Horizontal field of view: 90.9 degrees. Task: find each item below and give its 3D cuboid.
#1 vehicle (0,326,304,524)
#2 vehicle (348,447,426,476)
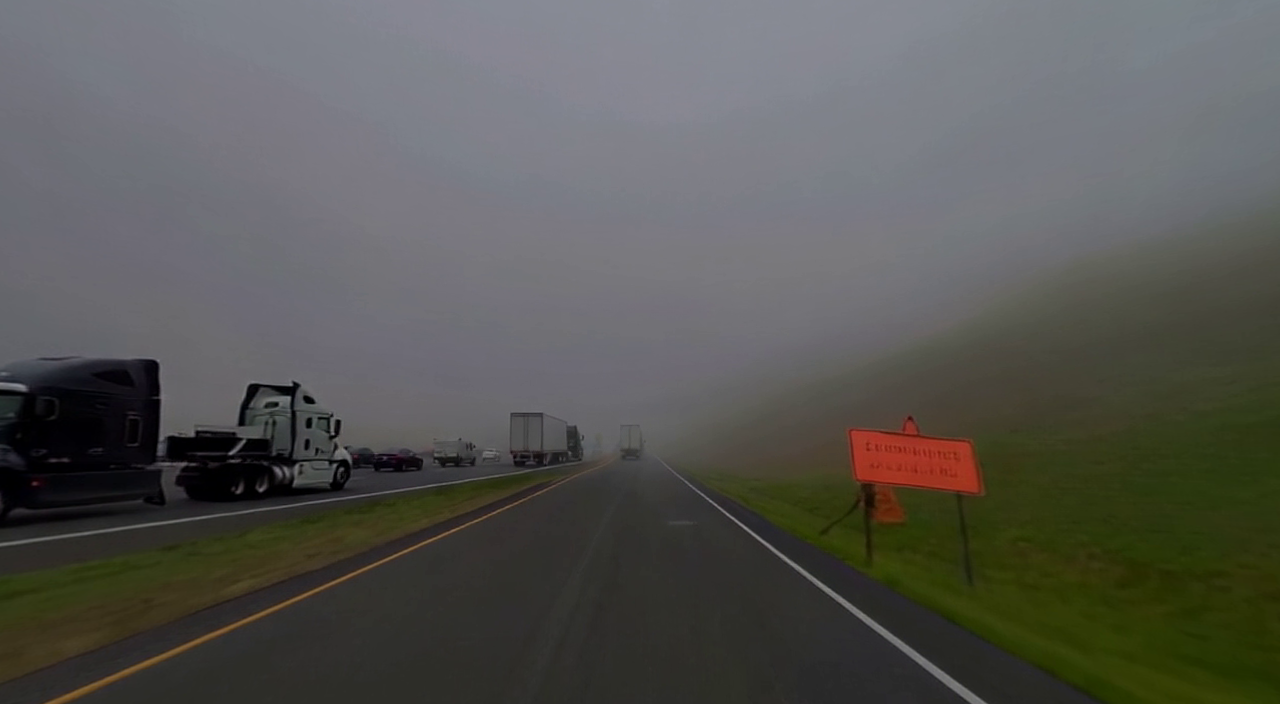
[{"bbox_3d":[-12.902,1.832,14.750,2.745,3.617,11.590,-1,-9,5],"label":"vehicle"},{"bbox_3d":[-14.175,6.173,35.631,1.925,1.493,4.864,-1,-9,7],"label":"vehicle"}]
